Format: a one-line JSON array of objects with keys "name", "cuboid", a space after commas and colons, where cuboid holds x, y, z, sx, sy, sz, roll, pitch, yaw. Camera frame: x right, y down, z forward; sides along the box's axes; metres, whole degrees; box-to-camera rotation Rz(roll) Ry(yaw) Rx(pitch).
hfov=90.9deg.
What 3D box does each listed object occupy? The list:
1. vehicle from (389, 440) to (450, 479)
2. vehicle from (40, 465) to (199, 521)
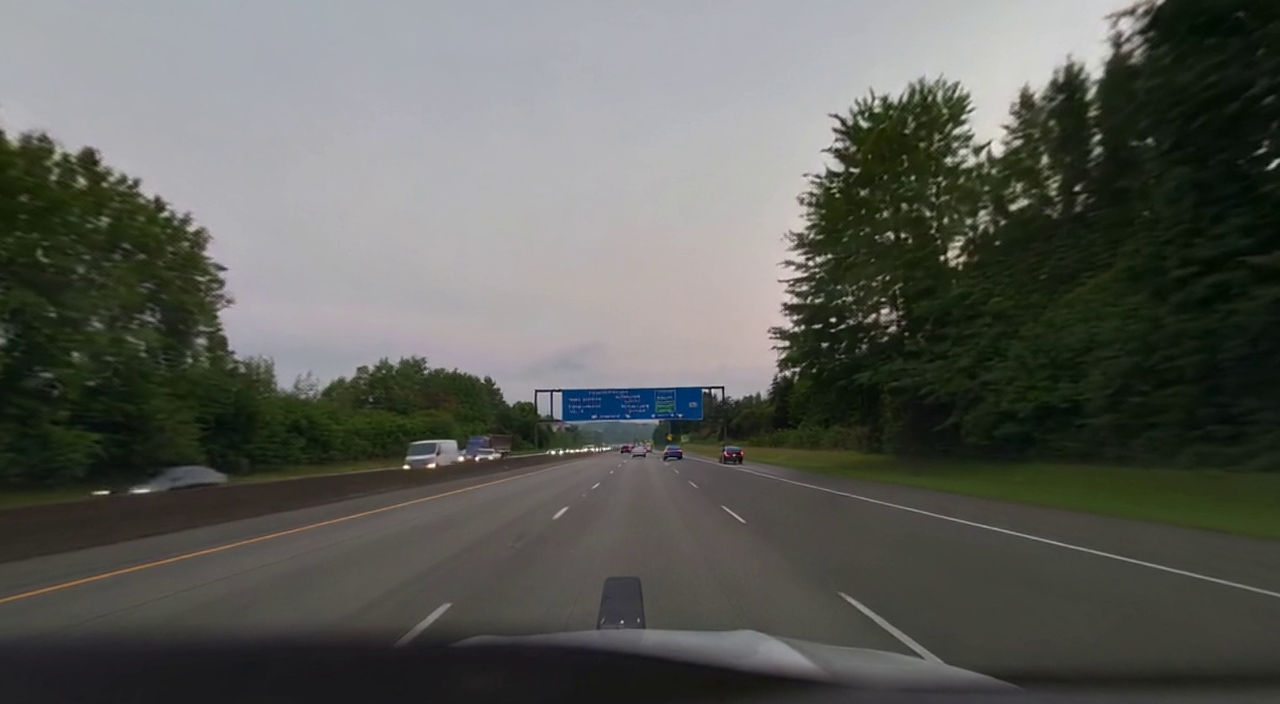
[{"name": "vehicle", "cuboid": [-15.461, 7.533, 44.509, 2.281, 2.519, 5.502, 0, -9, 0]}, {"name": "vehicle", "cuboid": [-19.071, 5.146, 23.433, 1.989, 1.749, 4.483, 0, -9, 1]}]
